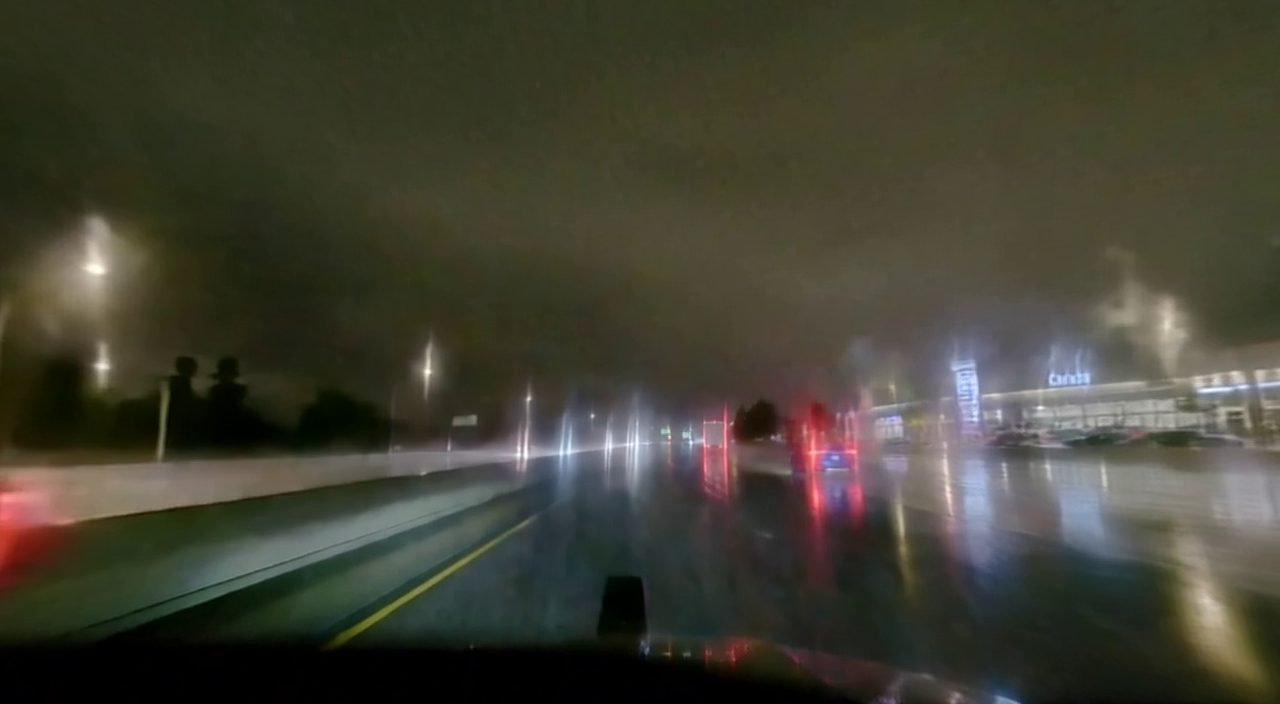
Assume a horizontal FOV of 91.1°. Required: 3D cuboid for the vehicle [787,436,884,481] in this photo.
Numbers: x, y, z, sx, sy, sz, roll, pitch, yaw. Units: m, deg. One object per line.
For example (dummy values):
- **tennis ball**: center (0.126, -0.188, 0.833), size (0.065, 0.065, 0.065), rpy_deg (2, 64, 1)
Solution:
- **vehicle**: center (7.284, 4.021, 24.019), size (2.079, 1.518, 5.032), rpy_deg (0, -8, -1)
